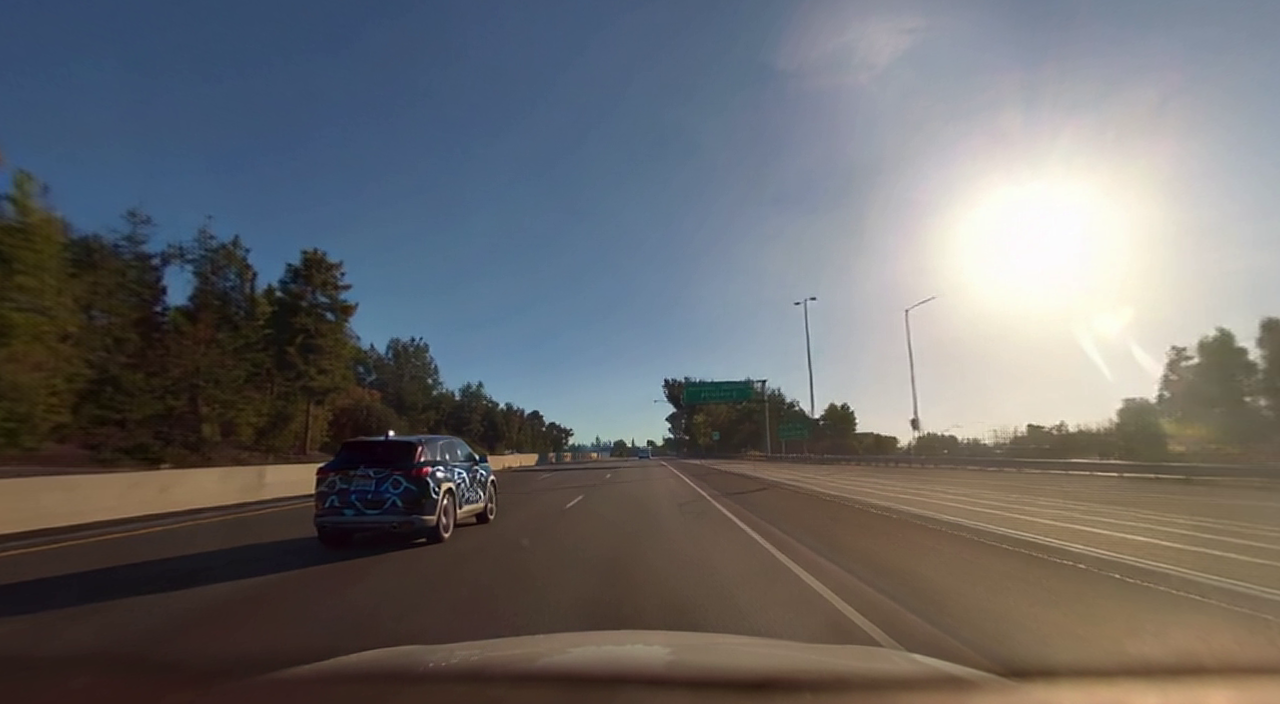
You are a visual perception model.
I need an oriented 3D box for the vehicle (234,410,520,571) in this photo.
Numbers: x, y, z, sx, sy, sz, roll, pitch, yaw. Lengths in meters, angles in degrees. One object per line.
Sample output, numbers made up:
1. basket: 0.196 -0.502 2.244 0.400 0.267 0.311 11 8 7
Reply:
1. vehicle: -3.433 1.918 9.554 2.183 1.803 4.685 0 -8 2
